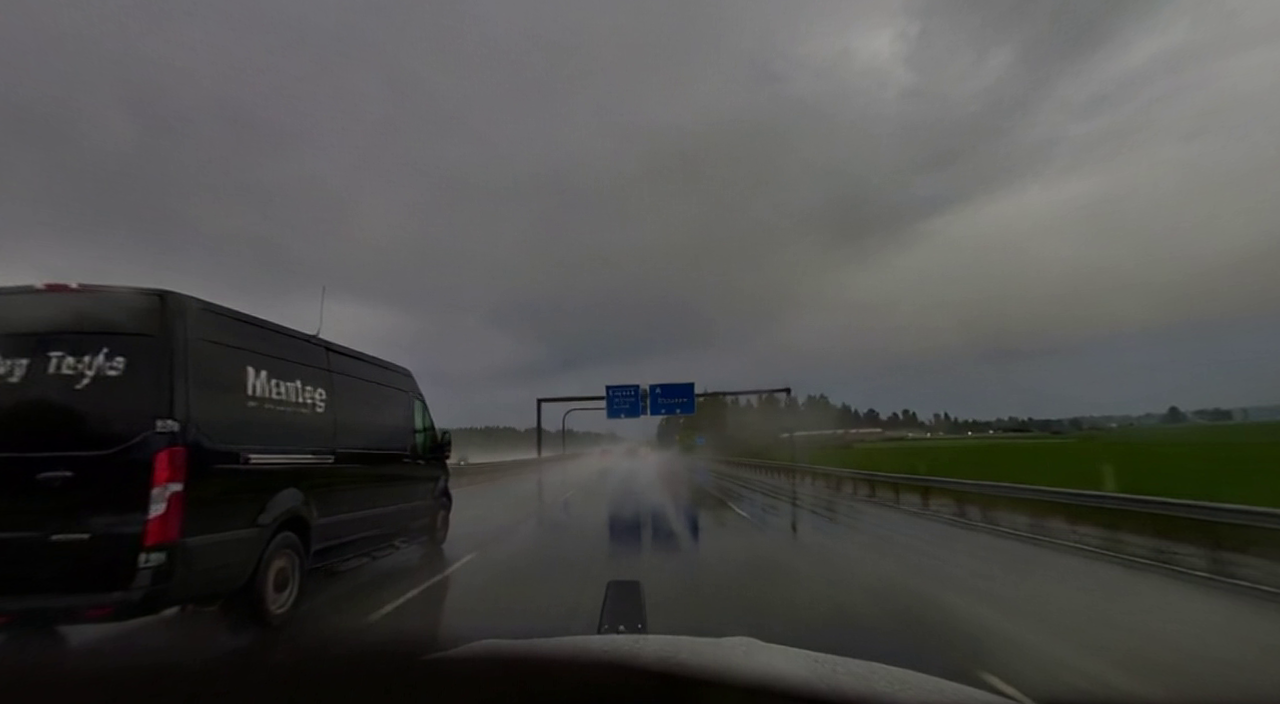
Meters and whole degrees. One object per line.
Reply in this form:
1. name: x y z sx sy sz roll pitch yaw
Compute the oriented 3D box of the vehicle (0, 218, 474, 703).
1. vehicle: -3.879 1.090 6.722 2.320 2.636 7.021 0 -9 0
